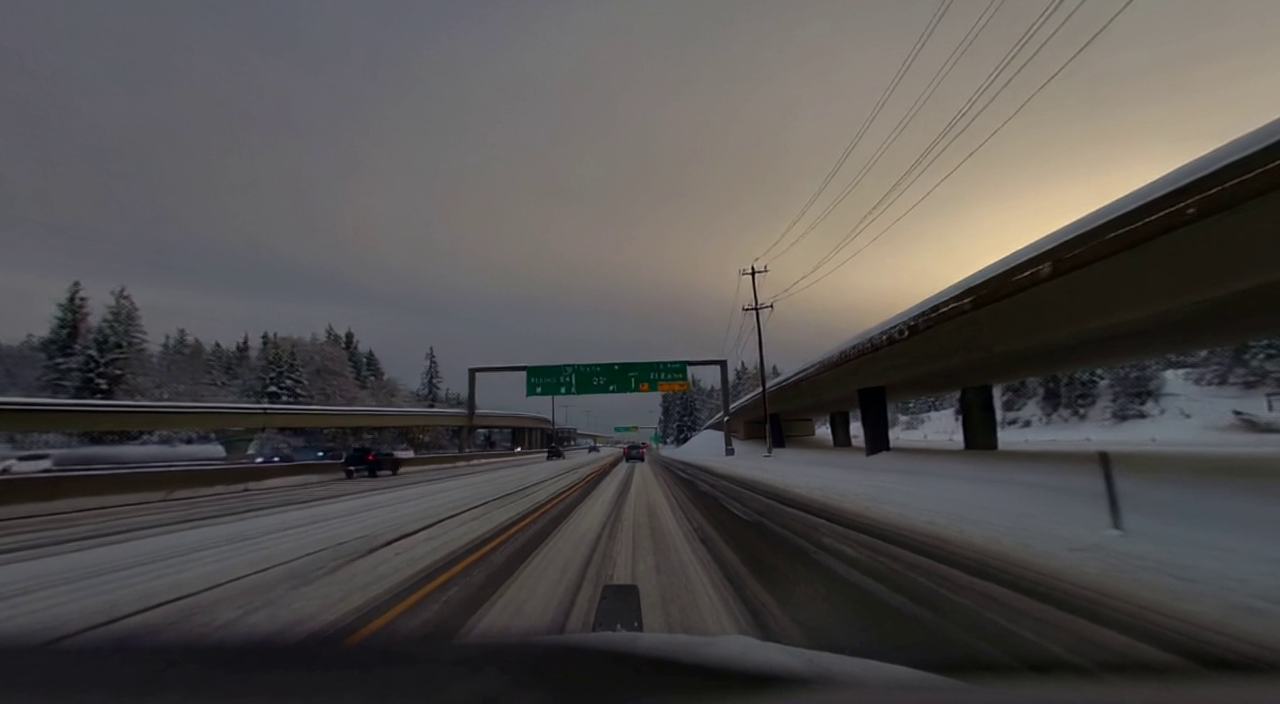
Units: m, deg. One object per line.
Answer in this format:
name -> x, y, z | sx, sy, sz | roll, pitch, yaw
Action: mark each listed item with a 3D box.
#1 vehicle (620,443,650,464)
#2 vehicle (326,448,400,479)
vehicle -> -0.406, 7.344, 45.904 | 2.086, 1.472, 4.168 | 0, -8, -1
vehicle -> -14.800, 5.943, 34.094 | 1.969, 1.486, 4.395 | 0, -8, 0
